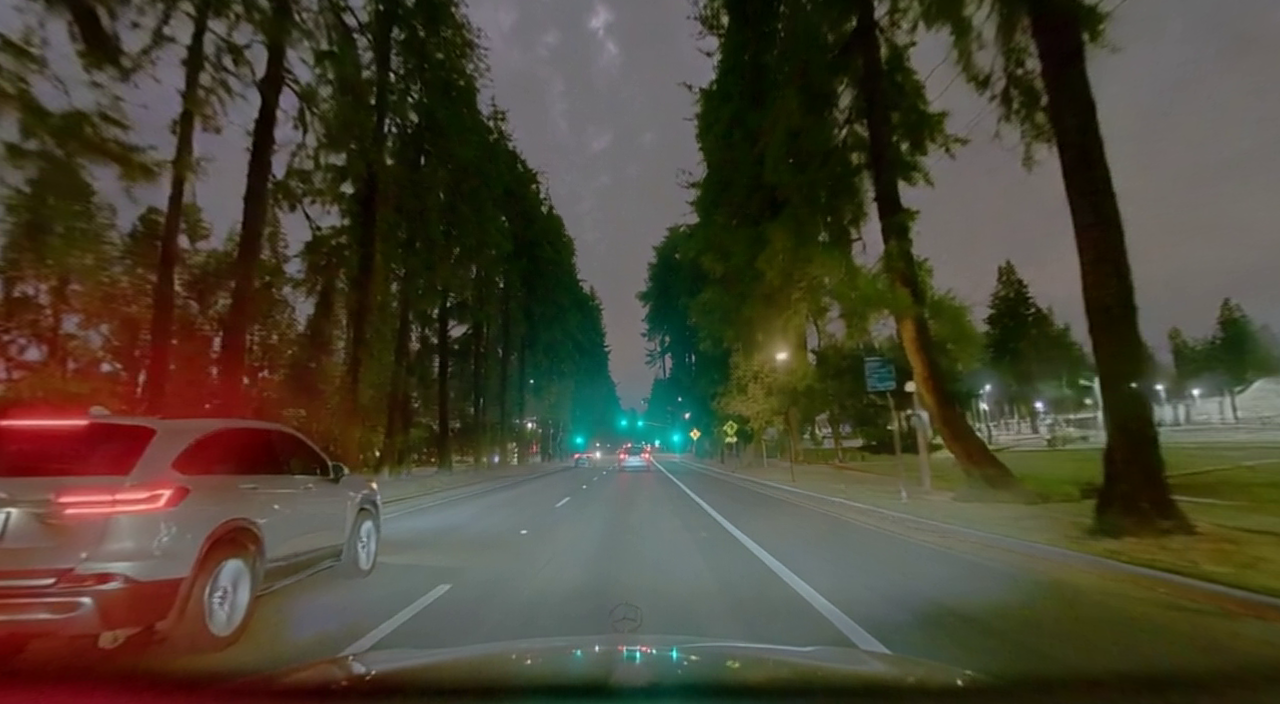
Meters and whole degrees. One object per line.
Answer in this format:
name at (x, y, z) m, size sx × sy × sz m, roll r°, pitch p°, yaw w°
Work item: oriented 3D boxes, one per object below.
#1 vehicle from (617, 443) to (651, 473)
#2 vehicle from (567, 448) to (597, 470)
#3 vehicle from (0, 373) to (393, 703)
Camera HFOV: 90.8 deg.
vehicle at (-0.366, 6.523, 39.108) m, size 2.018 × 1.769 × 3.897 m, roll 0°, pitch -8°, yaw 0°
vehicle at (-4.290, 8.015, 47.358) m, size 1.936 × 1.538 × 4.016 m, roll 0°, pitch -8°, yaw -1°
vehicle at (-4.042, 1.303, 5.590) m, size 1.860 × 1.741 × 4.479 m, roll 0°, pitch -8°, yaw 0°
